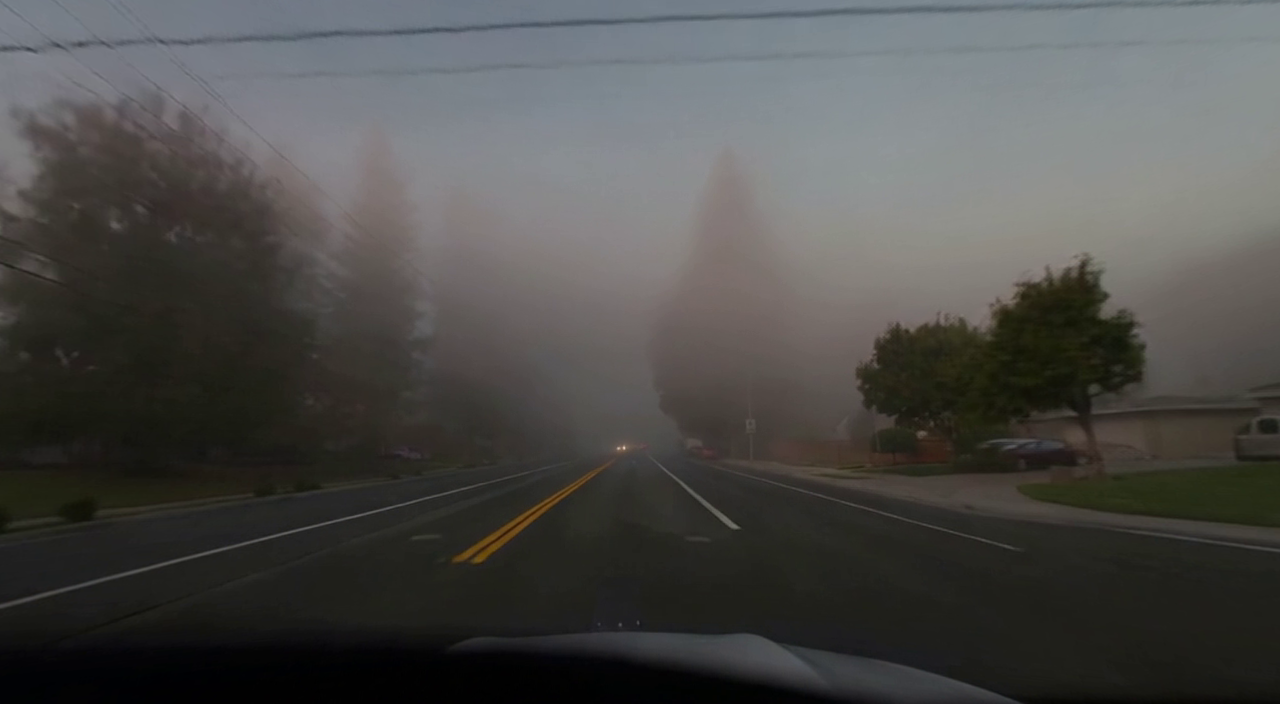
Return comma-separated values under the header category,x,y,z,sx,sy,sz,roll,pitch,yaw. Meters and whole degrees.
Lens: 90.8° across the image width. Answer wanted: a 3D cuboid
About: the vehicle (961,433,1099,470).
category,x,y,z,sx,sy,sz,roll,pitch,yaw
vehicle,16.652,4.282,27.189,4.443,1.497,2.168,0,-8,2
